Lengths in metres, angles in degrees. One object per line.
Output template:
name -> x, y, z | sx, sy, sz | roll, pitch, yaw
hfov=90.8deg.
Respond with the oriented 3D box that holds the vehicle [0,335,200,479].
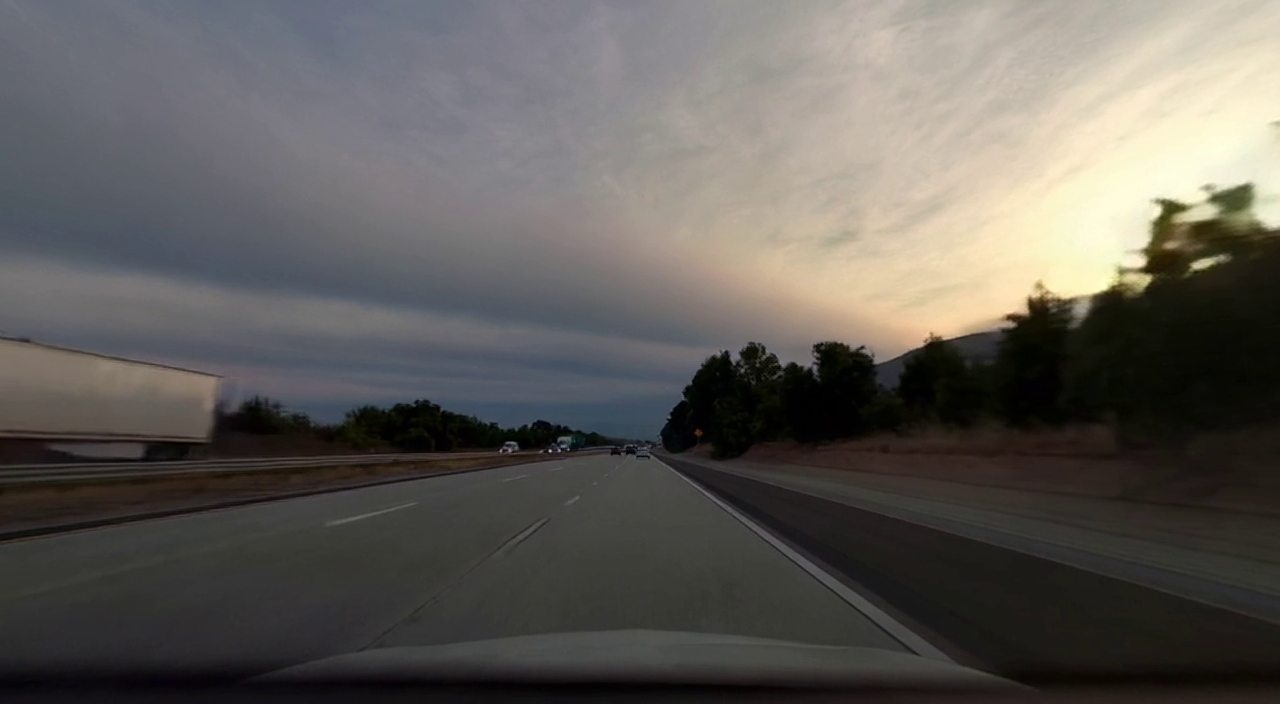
vehicle -> -18.893, 1.577, 17.637 | 2.948, 3.895, 14.360 | 0, -9, 0
